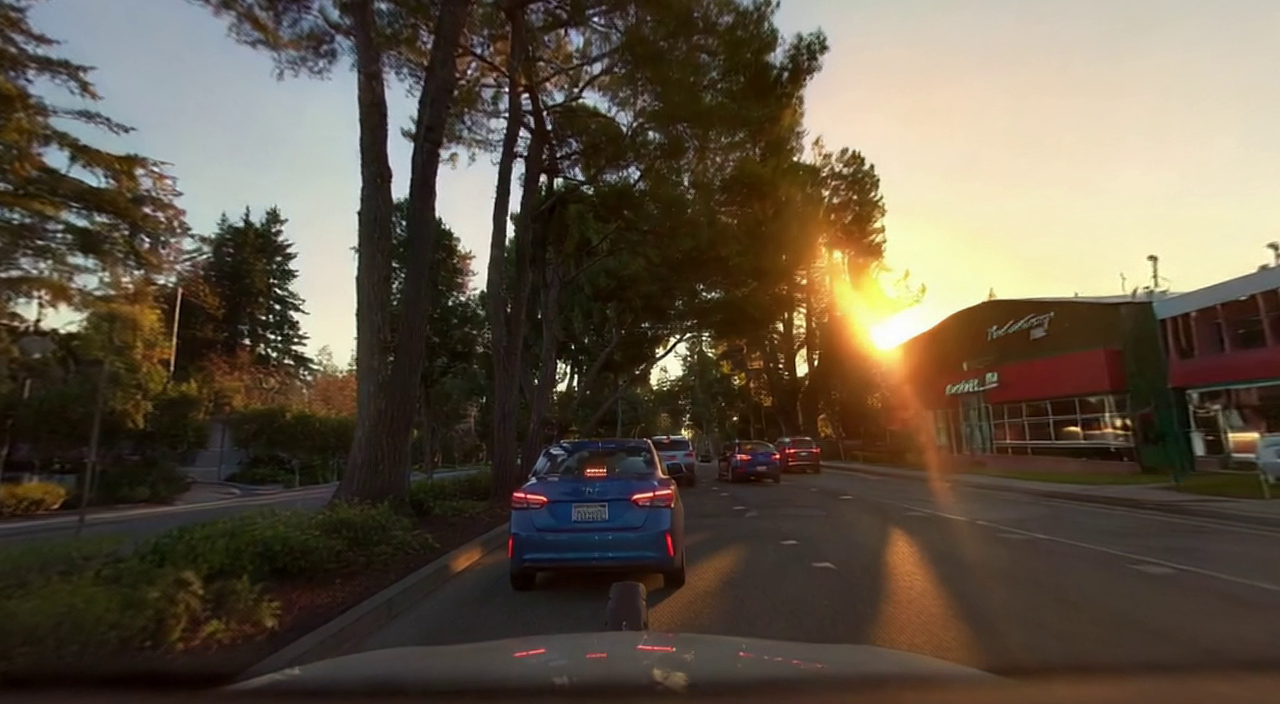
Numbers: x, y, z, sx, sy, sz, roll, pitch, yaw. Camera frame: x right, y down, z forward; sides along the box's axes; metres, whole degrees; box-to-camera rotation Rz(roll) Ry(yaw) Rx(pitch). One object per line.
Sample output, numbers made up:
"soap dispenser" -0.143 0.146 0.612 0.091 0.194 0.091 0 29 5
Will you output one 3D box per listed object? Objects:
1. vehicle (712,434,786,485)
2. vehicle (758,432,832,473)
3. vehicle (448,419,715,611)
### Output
"vehicle" 3.852 3.873 22.924 1.946 1.648 4.230 0 -8 0
"vehicle" 7.517 4.949 31.044 2.253 1.854 5.409 0 -8 0
"vehicle" -0.472 1.592 7.055 2.111 1.506 4.018 0 -8 0
